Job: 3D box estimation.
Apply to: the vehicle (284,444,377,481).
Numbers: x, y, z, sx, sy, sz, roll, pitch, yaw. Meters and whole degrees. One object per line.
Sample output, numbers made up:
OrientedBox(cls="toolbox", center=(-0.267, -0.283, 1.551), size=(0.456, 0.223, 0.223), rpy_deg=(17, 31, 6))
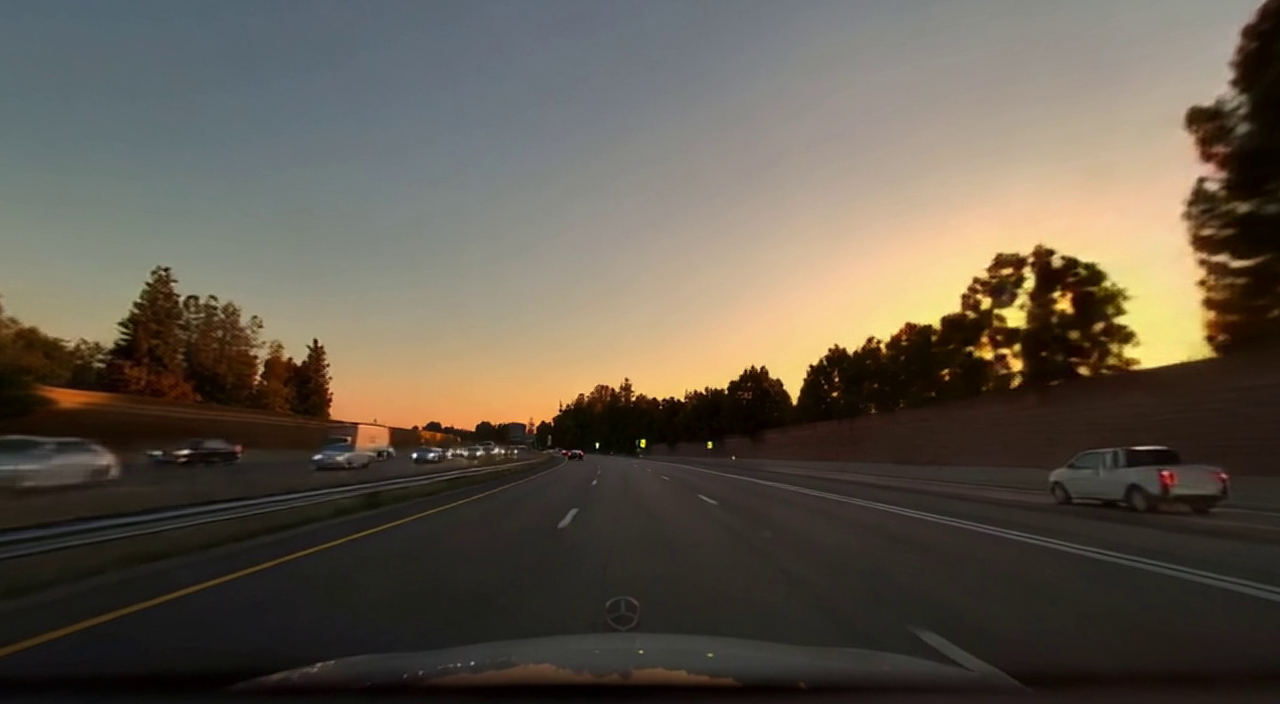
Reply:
OrientedBox(cls="vehicle", center=(-13.840, 4.964, 28.383), size=(1.898, 1.484, 4.729), rpy_deg=(0, -9, -2))

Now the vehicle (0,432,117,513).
OrientedBox(cls="vehicle", center=(-13.063, 2.363, 12.338), size=(1.842, 1.507, 4.406), rpy_deg=(0, -9, -3))

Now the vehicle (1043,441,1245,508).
OrientedBox(cls="vehicle", center=(14.691, 3.564, 18.722), size=(2.020, 1.738, 4.549), rpy_deg=(0, -9, -3))

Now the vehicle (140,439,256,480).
OrientedBox(cls="vehicle", center=(-20.709, 5.056, 29.686), size=(2.010, 1.739, 4.935), rpy_deg=(0, -9, -3))

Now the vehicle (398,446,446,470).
OrientedBox(cls="vehicle", center=(-14.641, 7.143, 42.284), size=(1.870, 1.494, 4.423), rpy_deg=(0, -9, -3))
